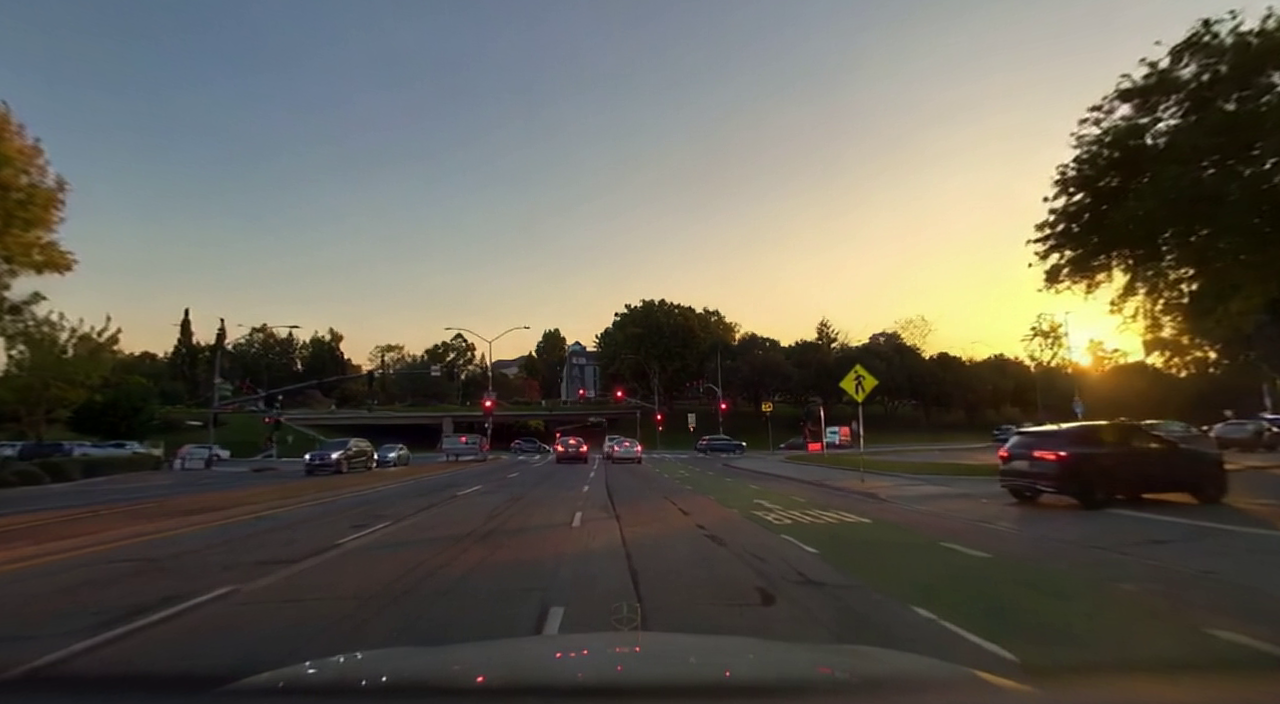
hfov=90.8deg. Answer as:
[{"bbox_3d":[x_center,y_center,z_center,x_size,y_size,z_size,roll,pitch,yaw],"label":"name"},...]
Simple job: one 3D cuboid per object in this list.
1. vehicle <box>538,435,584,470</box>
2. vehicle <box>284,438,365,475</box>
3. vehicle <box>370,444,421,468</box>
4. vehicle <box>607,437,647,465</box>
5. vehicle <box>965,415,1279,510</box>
[{"bbox_3d":[-3.876,4.993,31.611,2.057,1.610,4.891,0,-8,-4],"label":"vehicle"},{"bbox_3d":[-20.151,6.687,40.772,2.655,2.126,5.813,0,-8,-5],"label":"vehicle"},{"bbox_3d":[-16.772,7.145,43.583,1.968,1.557,4.650,0,-8,-5],"label":"vehicle"},{"bbox_3d":[-0.824,5.754,36.767,2.176,1.489,4.518,0,-8,-3],"label":"vehicle"},{"bbox_3d":[8.792,2.002,11.650,4.487,1.539,1.947,0,-8,-3],"label":"vehicle"}]
